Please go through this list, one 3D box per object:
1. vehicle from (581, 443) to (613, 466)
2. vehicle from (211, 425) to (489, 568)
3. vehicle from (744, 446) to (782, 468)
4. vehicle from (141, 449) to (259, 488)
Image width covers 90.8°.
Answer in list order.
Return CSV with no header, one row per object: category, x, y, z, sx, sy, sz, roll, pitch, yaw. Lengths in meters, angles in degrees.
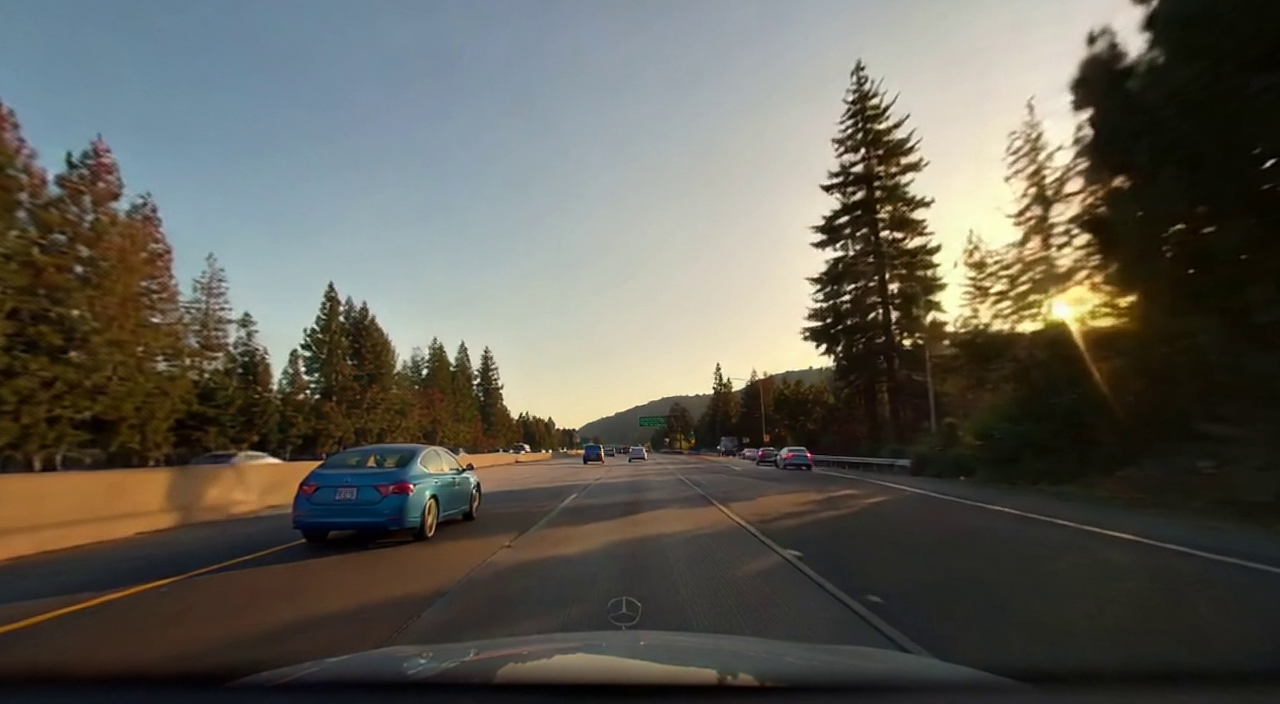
vehicle,-3.287,7.903,49.031,2.206,1.683,4.300,0,-9,0
vehicle,-3.691,1.908,9.072,2.020,1.554,4.137,0,-9,0
vehicle,8.859,7.585,45.906,1.940,1.496,4.992,-1,-9,3
vehicle,-17.644,4.652,25.587,1.875,1.426,3.961,0,-9,0
